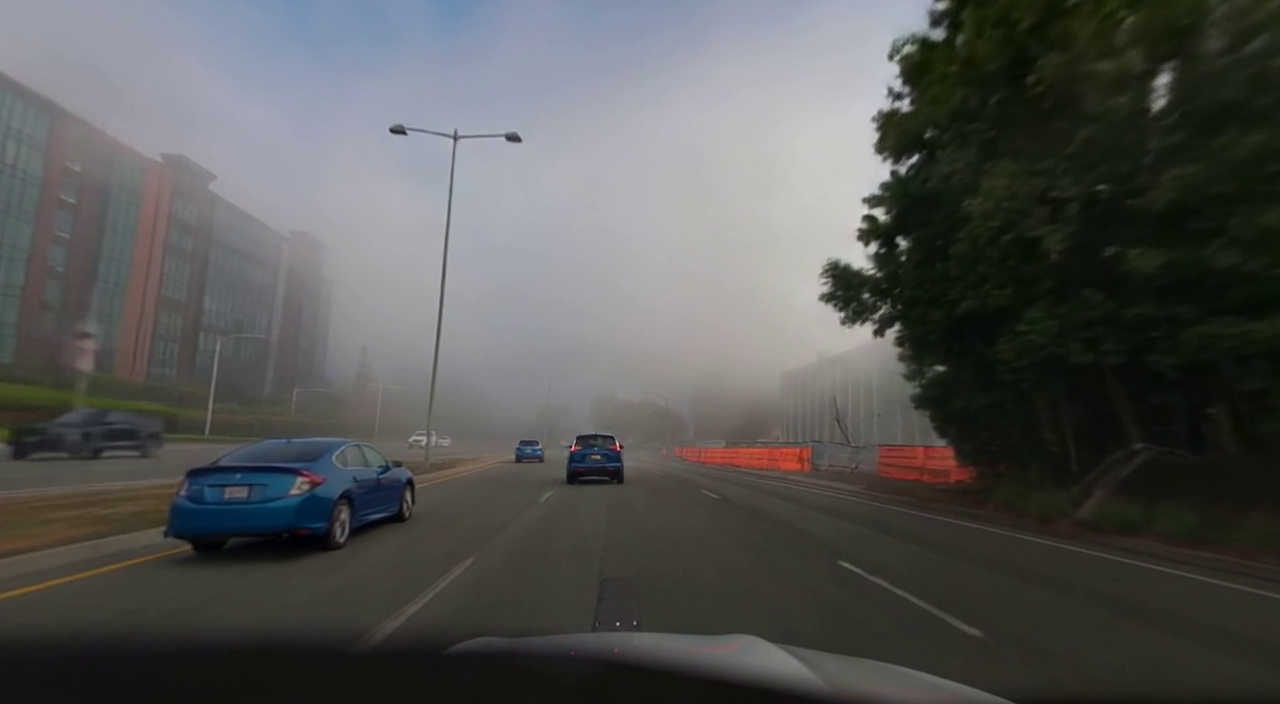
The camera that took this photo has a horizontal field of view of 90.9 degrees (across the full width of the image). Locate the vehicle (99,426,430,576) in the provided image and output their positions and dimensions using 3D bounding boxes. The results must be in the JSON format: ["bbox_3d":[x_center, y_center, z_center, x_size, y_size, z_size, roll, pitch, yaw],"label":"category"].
[{"bbox_3d":[-4.250,1.686,8.056,1.848,1.406,4.013,0,-8,-2],"label":"vehicle"}]

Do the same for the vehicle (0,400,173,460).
[{"bbox_3d":[-18.969,2.734,21.782,1.974,1.822,4.999,0,-8,-4],"label":"vehicle"}]

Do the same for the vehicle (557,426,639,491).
[{"bbox_3d":[-1.061,2.753,16.653,1.913,1.499,3.581,0,-8,-2],"label":"vehicle"}]

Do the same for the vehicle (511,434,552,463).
[{"bbox_3d":[-5.980,5.337,35.019,1.888,1.486,4.310,1,-8,-5],"label":"vehicle"}]
